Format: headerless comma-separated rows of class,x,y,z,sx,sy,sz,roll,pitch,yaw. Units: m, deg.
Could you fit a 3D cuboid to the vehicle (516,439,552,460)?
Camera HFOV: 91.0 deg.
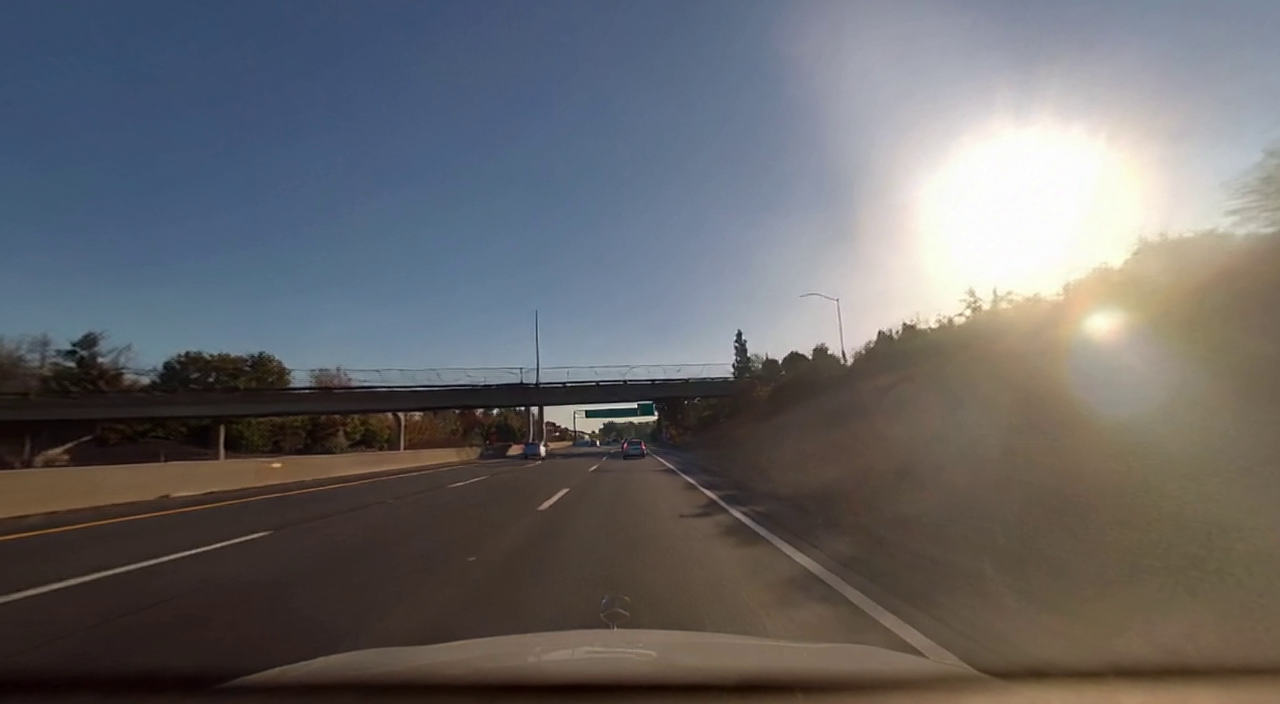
vehicle,-8.023,7.457,48.121,1.939,1.504,4.727,0,-8,0

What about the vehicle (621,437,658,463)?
vehicle,-0.072,5.777,37.267,2.072,1.440,3.690,0,-8,-1
